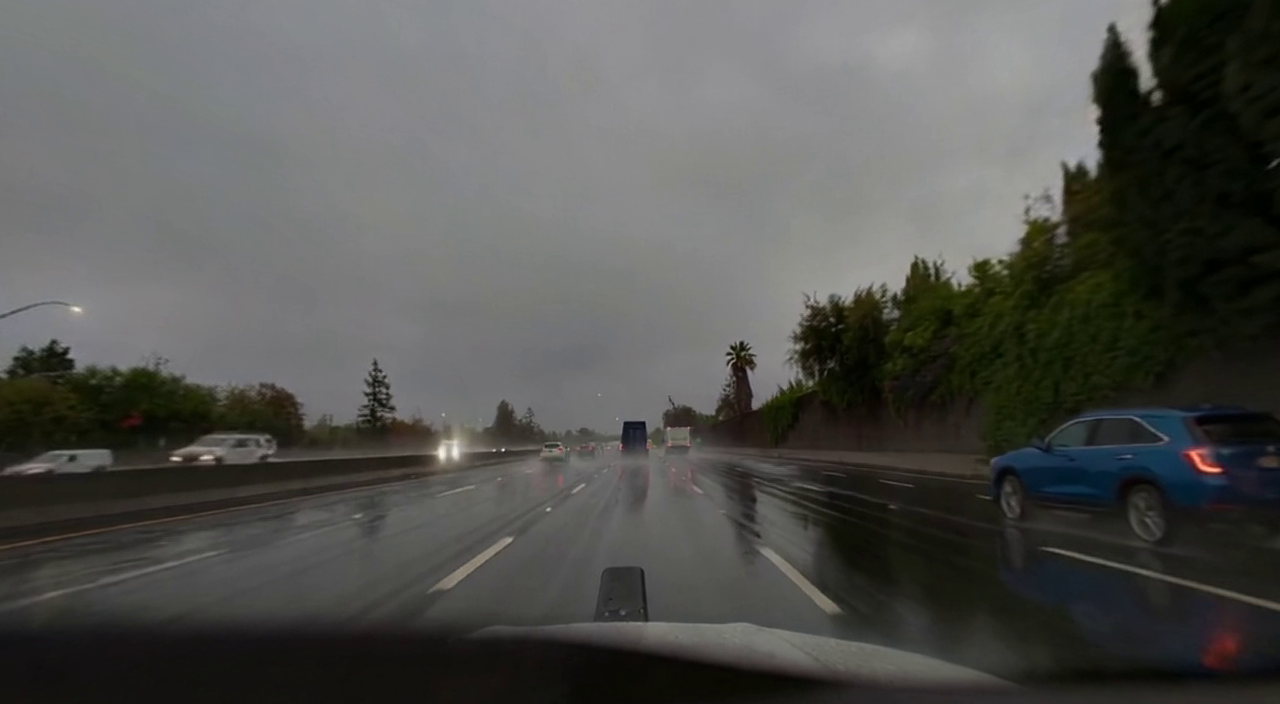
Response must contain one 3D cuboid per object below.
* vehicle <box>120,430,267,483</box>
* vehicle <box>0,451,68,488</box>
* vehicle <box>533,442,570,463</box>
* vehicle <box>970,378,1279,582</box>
[{"bbox_3d":[-17.912,4.198,25.722,2.240,1.891,5.113,0,-8,0],"label":"vehicle"},{"bbox_3d":[-25.194,4.678,25.224,1.507,1.358,3.253,0,-8,1],"label":"vehicle"},{"bbox_3d":[-6.725,7.629,48.173,2.097,1.525,4.632,0,-8,1],"label":"vehicle"},{"bbox_3d":[7.147,1.566,8.633,2.361,1.911,5.286,0,-8,0],"label":"vehicle"}]
